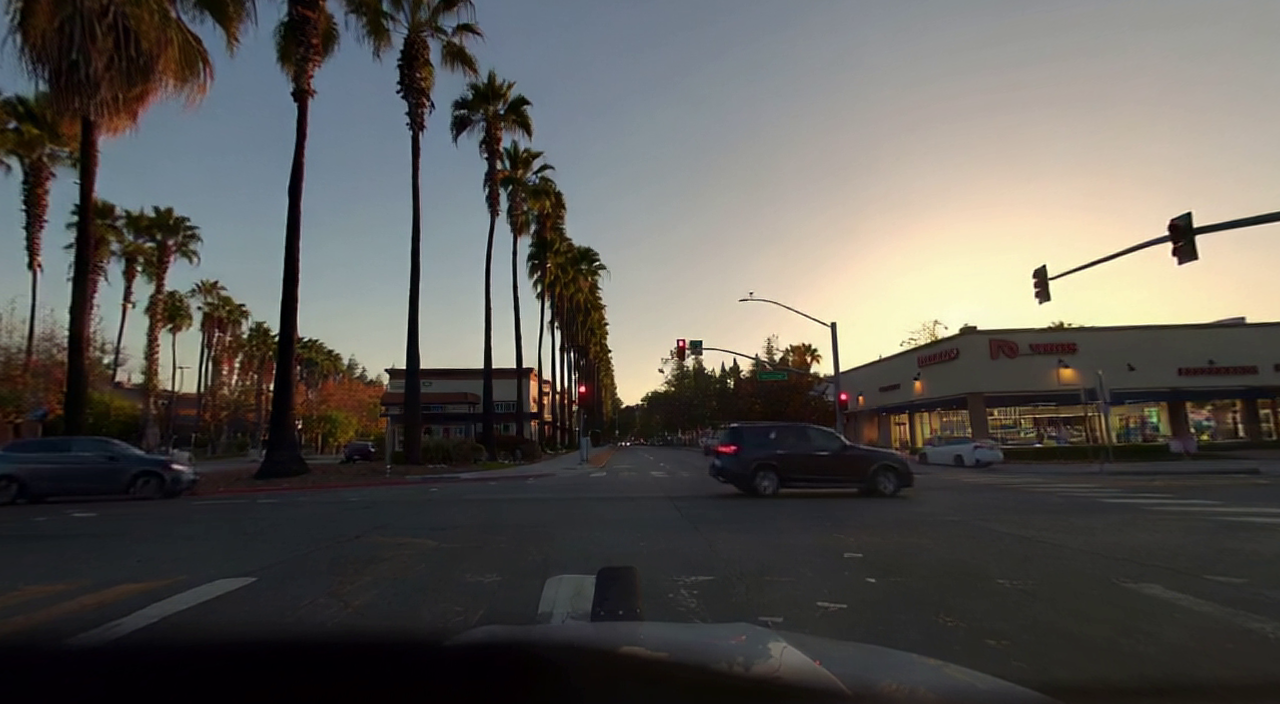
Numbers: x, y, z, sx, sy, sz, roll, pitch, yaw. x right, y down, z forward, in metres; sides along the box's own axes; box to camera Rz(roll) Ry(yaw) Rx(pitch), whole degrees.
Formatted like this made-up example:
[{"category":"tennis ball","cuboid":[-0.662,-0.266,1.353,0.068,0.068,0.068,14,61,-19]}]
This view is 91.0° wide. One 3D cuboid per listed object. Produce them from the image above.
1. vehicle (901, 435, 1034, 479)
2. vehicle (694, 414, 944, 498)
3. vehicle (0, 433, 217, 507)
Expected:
[{"category":"vehicle","cuboid":[13.631,4.406,26.573,4.722,1.717,2.000,-3,-9,23]},{"category":"vehicle","cuboid":[4.378,2.630,16.109,5.619,1.951,2.321,1,-8,-5]},{"category":"vehicle","cuboid":[-14.054,2.962,16.088,4.854,1.699,2.152,3,-9,-18]}]
